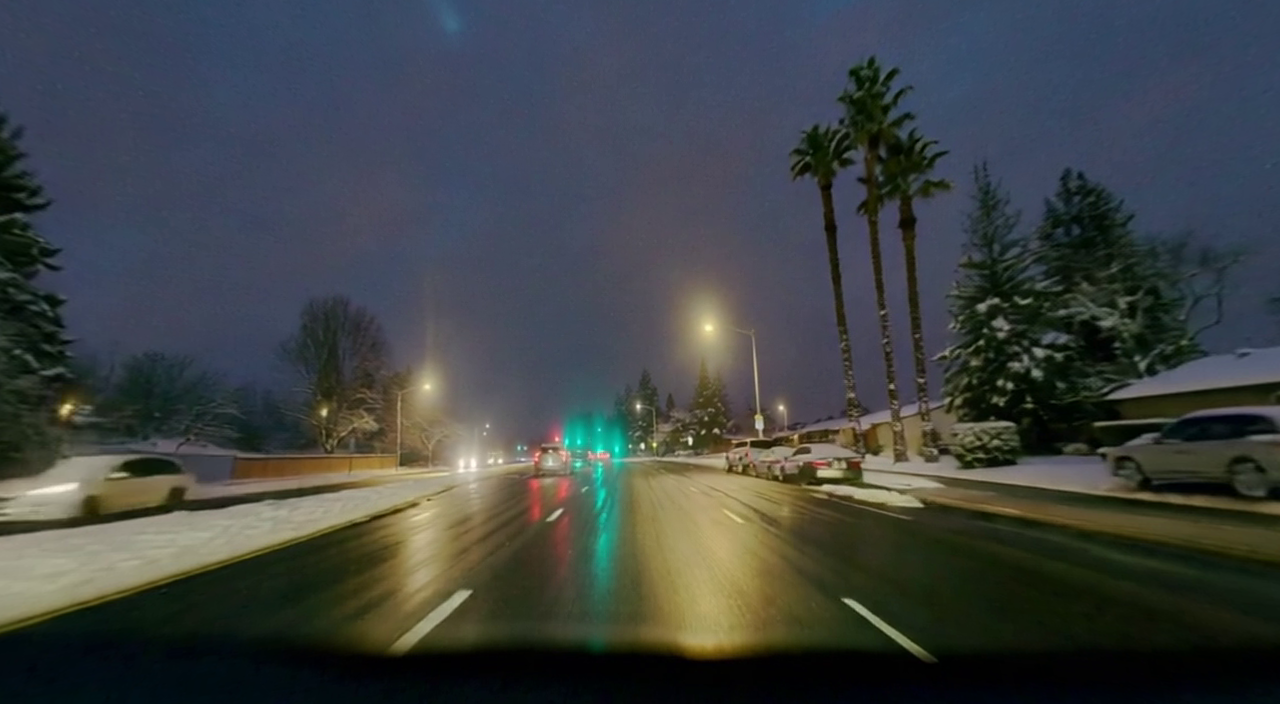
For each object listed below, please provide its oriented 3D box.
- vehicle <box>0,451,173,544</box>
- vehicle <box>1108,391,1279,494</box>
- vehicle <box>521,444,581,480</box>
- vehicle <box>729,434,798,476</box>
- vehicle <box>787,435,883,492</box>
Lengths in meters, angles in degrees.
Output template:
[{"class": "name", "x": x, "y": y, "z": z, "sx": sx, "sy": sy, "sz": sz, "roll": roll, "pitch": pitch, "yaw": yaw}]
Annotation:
[{"class": "vehicle", "x": -11.846, "y": 2.808, "z": 12.581, "sx": 2.152, "sy": 1.509, "sz": 3.954, "roll": -3, "pitch": -8, "yaw": -2}, {"class": "vehicle", "x": 13.208, "y": 1.839, "z": 13.222, "sx": 2.370, "sy": 1.936, "sz": 5.507, "roll": -3, "pitch": -8, "yaw": -2}, {"class": "vehicle", "x": -3.883, "y": 4.896, "z": 28.499, "sx": 2.108, "sy": 1.475, "sz": 4.555, "roll": 1, "pitch": -9, "yaw": -1}, {"class": "vehicle", "x": 6.459, "y": 5.484, "z": 33.977, "sx": 2.418, "sy": 2.004, "sz": 6.128, "roll": 1, "pitch": -9, "yaw": -1}, {"class": "vehicle", "x": 6.568, "y": 3.802, "z": 21.869, "sx": 1.962, "sy": 1.725, "sz": 4.257, "roll": 0, "pitch": -9, "yaw": 0}]
